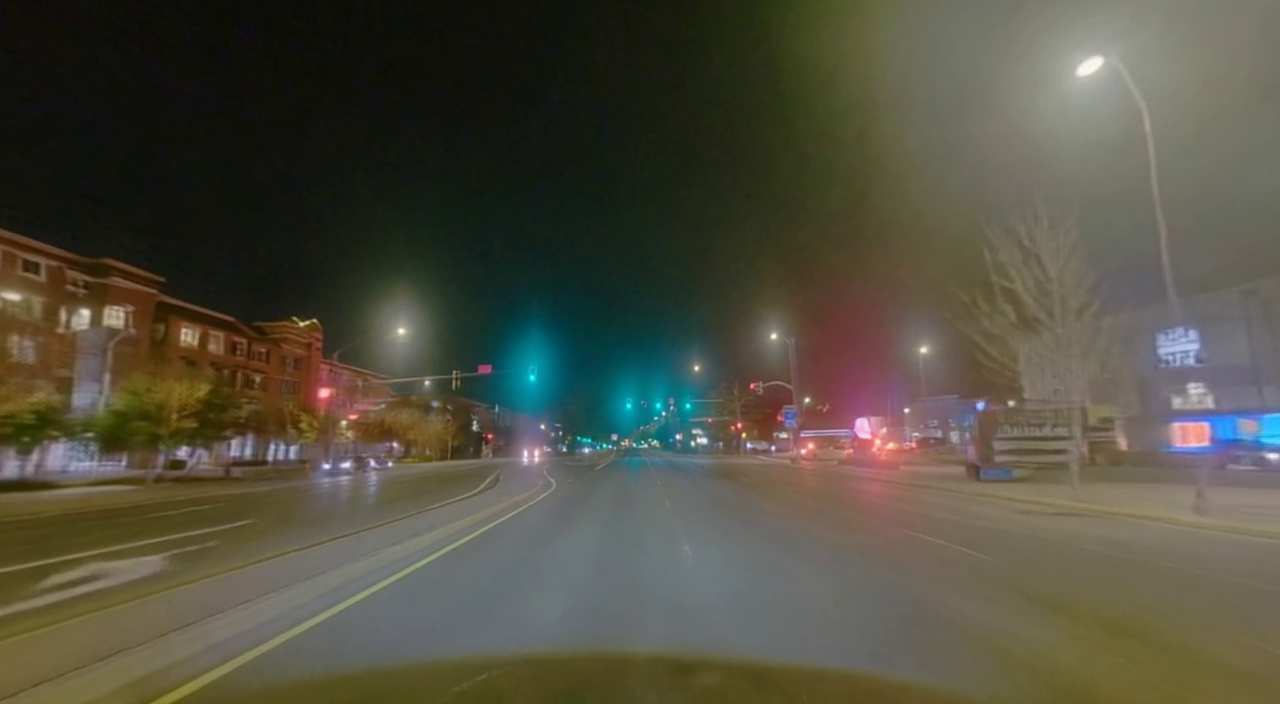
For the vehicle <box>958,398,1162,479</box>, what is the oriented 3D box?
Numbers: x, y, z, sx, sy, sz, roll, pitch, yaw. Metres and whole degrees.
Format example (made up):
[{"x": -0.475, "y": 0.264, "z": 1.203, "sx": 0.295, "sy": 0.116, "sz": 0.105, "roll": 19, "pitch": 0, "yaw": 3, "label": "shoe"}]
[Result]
[{"x": 17.913, "y": 3.769, "z": 27.383, "sx": 6.639, "sy": 3.312, "sz": 2.759, "roll": -1, "pitch": -9, "yaw": 3, "label": "vehicle"}]

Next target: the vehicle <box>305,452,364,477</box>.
[{"x": -20.245, "y": 7.443, "z": 42.057, "sx": 1.713, "sy": 1.499, "sz": 4.040, "roll": -1, "pitch": -9, "yaw": 3, "label": "vehicle"}]

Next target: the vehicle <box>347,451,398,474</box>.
[{"x": -20.121, "y": 8.305, "z": 47.692, "sx": 1.911, "sy": 1.458, "sz": 4.547, "roll": -1, "pitch": -7, "yaw": -1, "label": "vehicle"}]

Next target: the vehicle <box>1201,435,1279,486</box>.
[{"x": 22.770, "y": 3.932, "z": 23.079, "sx": 4.431, "sy": 1.688, "sz": 1.996, "roll": 5, "pitch": -10, "yaw": -31, "label": "vehicle"}]
